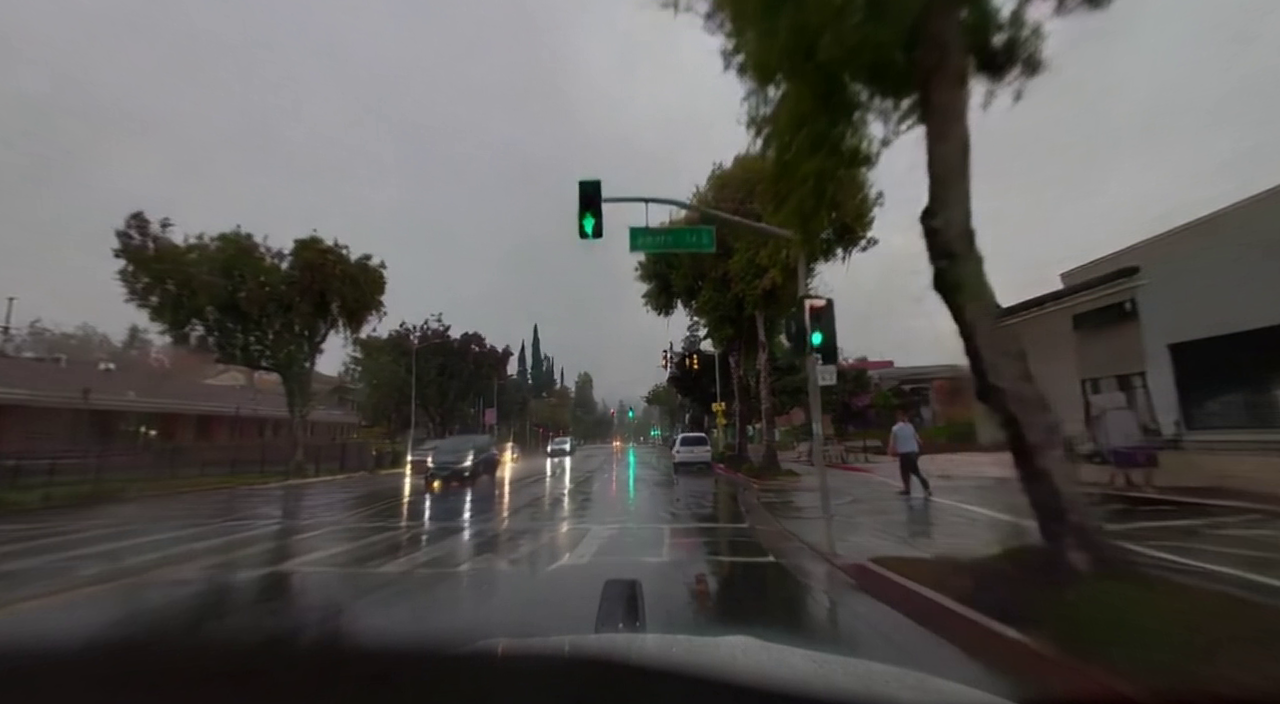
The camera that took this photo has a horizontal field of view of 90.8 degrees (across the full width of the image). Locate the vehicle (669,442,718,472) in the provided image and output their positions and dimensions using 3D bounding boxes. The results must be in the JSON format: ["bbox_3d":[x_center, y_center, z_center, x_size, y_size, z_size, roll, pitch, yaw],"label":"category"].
[{"bbox_3d":[2.772,5.588,33.829,2.034,1.491,4.618,0,-8,-3],"label":"vehicle"}]

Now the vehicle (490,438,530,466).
[{"bbox_3d":[-10.104,7.808,49.506,2.088,2.031,4.616,0,-8,1],"label":"vehicle"}]

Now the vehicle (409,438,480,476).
[{"bbox_3d":[-10.155,5.465,33.269,2.116,1.817,4.964,0,-8,1],"label":"vehicle"}]

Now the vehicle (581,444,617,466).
[{"bbox_3d":[-2.885,7.349,45.296,2.122,1.469,4.388,0,-8,2],"label":"vehicle"}]
